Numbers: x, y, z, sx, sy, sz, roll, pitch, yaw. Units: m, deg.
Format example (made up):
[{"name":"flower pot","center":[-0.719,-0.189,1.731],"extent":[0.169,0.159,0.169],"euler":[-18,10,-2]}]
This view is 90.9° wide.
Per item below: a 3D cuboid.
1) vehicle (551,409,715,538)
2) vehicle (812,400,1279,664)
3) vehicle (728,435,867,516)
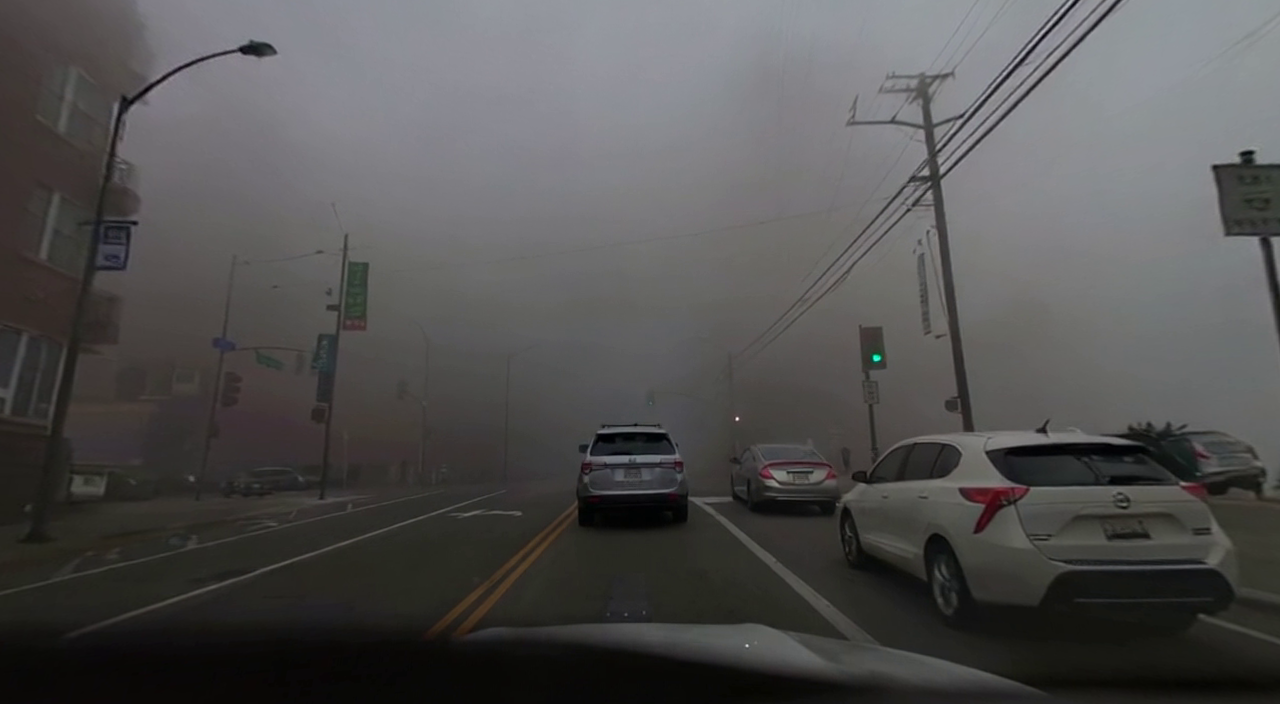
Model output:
[{"name":"vehicle","center":[-0.140,1.958,10.696],"extent":[2.232,1.736,4.036],"euler":[0,-8,-1]},{"name":"vehicle","center":[3.163,1.389,5.914],"extent":[1.906,1.578,4.020],"euler":[0,-8,-1]},{"name":"vehicle","center":[3.190,2.584,13.715],"extent":[1.970,1.452,4.227],"euler":[0,-8,1]}]
